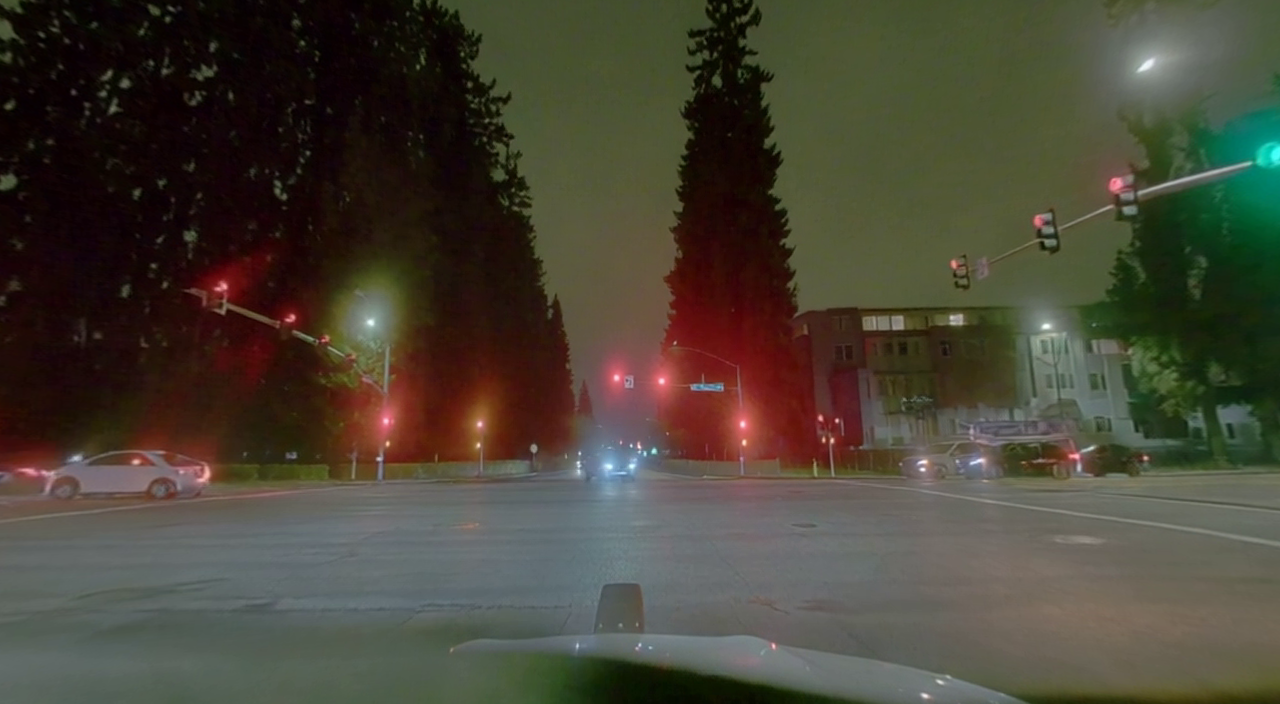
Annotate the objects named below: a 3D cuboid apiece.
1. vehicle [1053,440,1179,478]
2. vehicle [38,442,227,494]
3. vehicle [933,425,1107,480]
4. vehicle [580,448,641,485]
[{"bbox_3d":[23.791,5.354,31.716,4.569,1.794,2.088,0,-8,0],"label":"vehicle"},{"bbox_3d":[-18.730,4.310,23.568,4.798,1.763,2.536,0,-10,0],"label":"vehicle"},{"bbox_3d":[17.059,4.552,28.676,6.109,2.348,2.683,0,-8,0],"label":"vehicle"},{"bbox_3d":[-1.664,6.080,33.952,2.162,1.740,4.728,2,-9,-16],"label":"vehicle"}]
